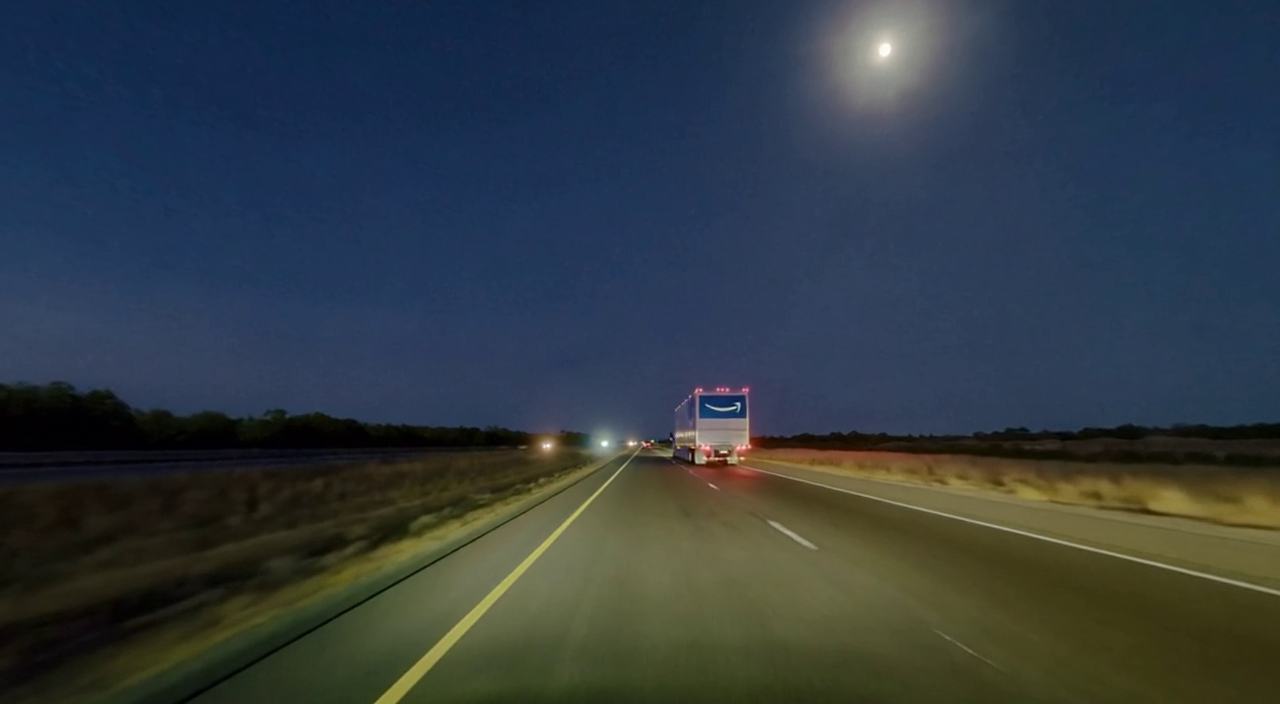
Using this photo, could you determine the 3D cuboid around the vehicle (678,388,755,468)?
[{"bbox_3d":[4.699,5.355,42.709,3.190,4.365,16.625,0,-8,0],"label":"vehicle"}]
